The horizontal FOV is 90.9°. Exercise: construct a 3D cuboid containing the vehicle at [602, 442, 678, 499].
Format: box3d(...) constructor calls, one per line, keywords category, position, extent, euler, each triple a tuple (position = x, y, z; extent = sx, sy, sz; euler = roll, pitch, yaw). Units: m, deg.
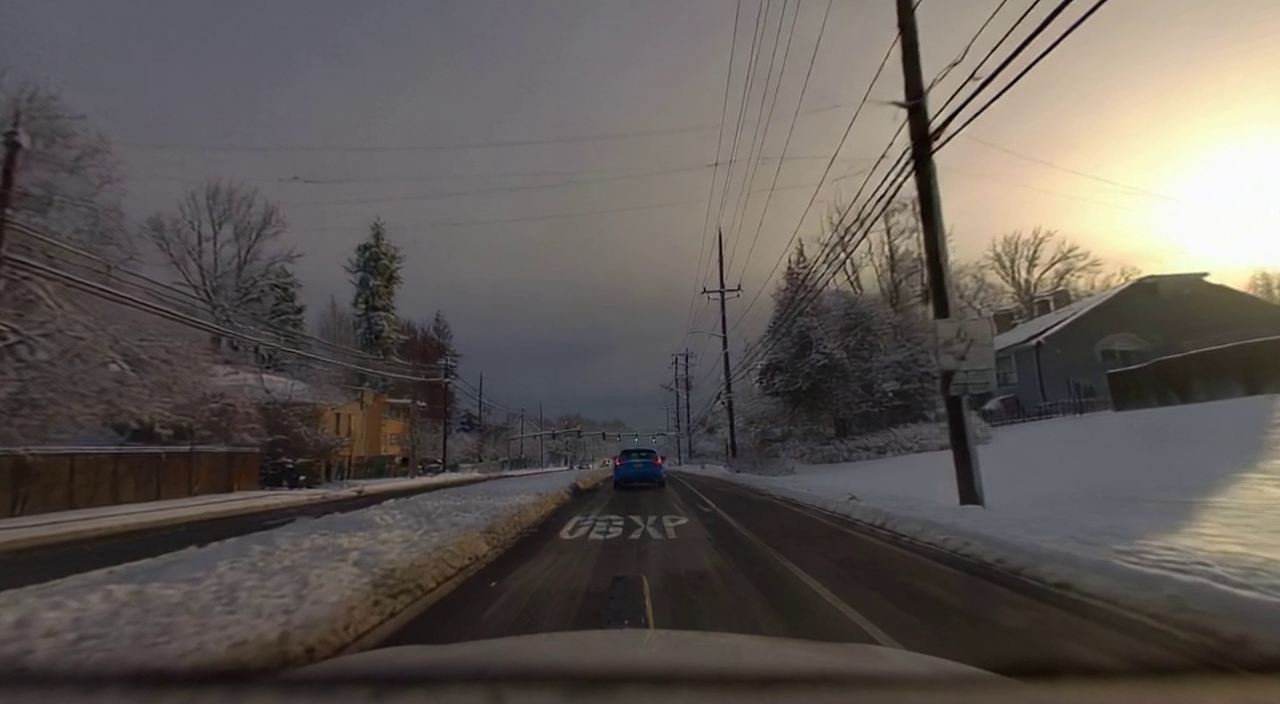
box3d(category="vehicle", position=(-0.007, 3.769, 20.528), extent=(2.200, 1.653, 4.127), euler=(0, -8, 0))
